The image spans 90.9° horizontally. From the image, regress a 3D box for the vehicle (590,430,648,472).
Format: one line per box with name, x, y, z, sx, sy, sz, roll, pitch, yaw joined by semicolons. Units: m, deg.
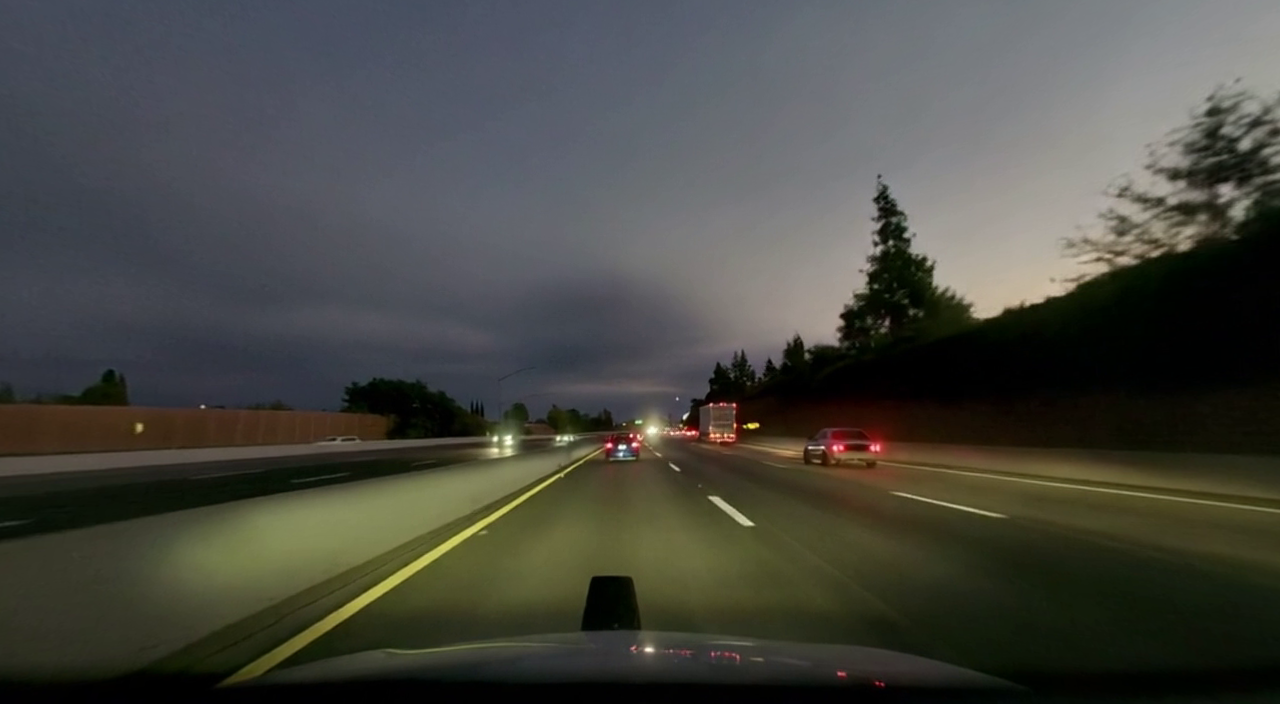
vehicle;-0.817;3.854;24.762;2.119;1.480;4.000;0;-8;-2
